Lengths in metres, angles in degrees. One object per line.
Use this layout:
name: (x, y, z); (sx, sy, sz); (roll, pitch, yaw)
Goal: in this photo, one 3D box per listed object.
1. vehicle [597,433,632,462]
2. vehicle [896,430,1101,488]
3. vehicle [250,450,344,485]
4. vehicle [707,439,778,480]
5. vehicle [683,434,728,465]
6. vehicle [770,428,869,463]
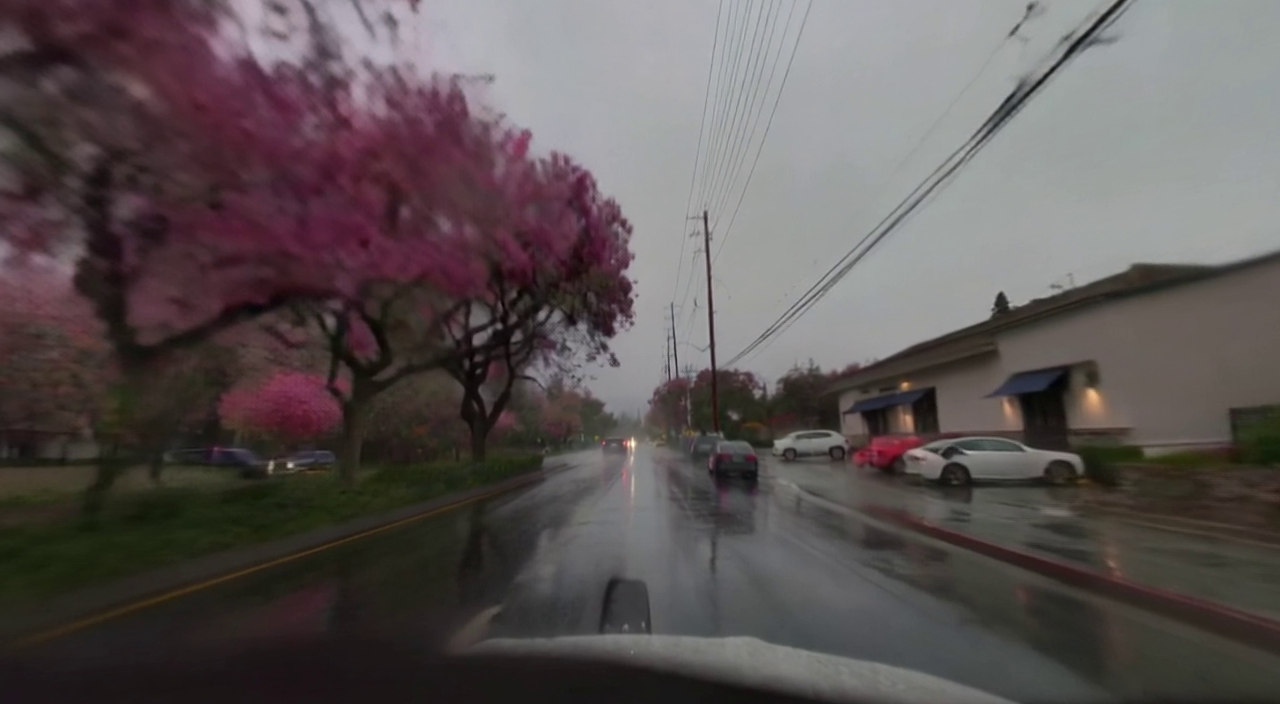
vehicle: (-1.774, 6.817, 45.074); (2.202, 1.961, 4.980); (0, -8, 1)
vehicle: (9.650, 2.893, 17.234); (4.430, 1.480, 1.923); (0, -8, -2)
vehicle: (-16.473, 5.530, 30.557); (1.954, 1.497, 4.613); (0, -8, 0)
vehicle: (3.978, 4.259, 25.245); (2.042, 1.465, 4.455); (0, -8, 0)
vehicle: (4.240, 6.455, 41.858); (2.280, 1.904, 5.779); (0, -8, -1)
vehicle: (9.891, 5.208, 35.011); (4.818, 1.847, 2.257); (-1, -8, 2)
